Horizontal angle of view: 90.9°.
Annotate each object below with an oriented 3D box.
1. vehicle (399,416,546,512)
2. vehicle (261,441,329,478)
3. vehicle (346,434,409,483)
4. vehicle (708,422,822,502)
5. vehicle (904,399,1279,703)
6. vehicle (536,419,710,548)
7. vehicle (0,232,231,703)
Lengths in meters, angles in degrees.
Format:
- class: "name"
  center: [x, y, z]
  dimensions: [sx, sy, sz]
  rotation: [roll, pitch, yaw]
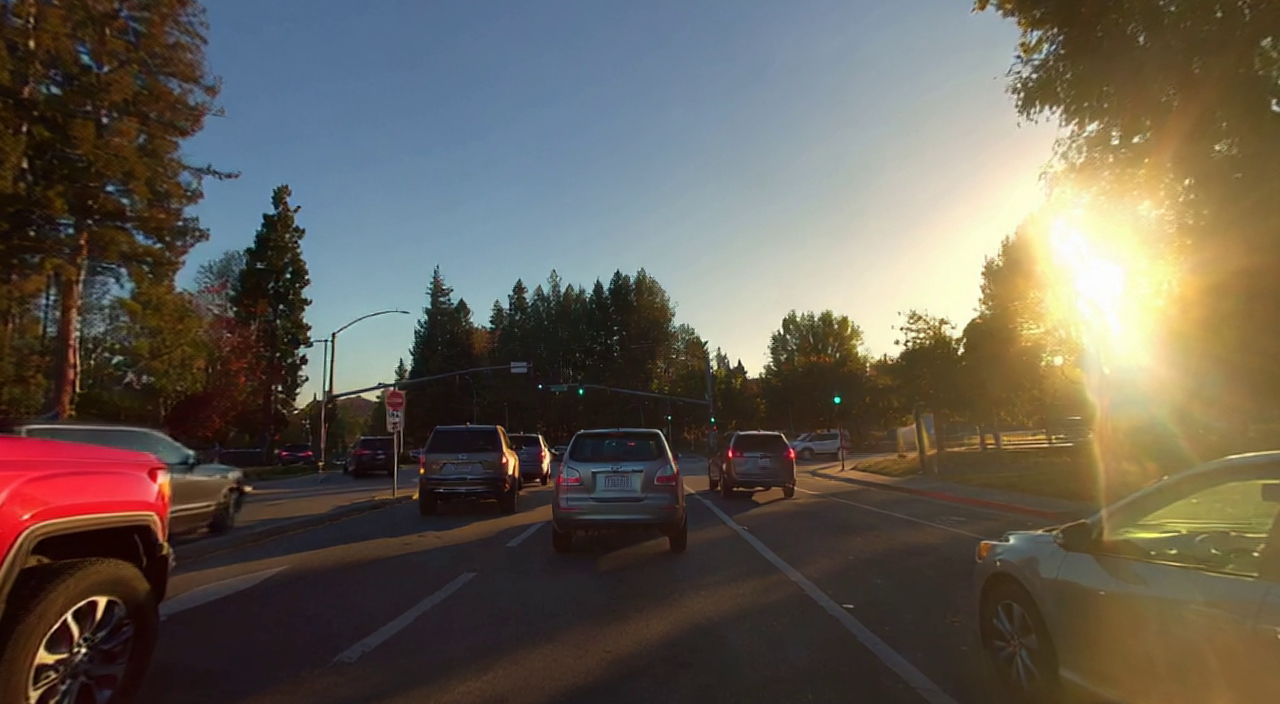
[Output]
- class: "vehicle"
  center: [-3.633, 2.525, 14.660]
  dimensions: [2.089, 1.857, 4.488]
  rotation: [0, -8, 1]
- class: "vehicle"
  center: [-18.702, 5.748, 34.051]
  dimensions: [2.256, 1.799, 4.831]
  rotation: [6, -11, -38]
- class: "vehicle"
  center: [-10.765, 4.298, 25.799]
  dimensions: [2.088, 1.787, 4.728]
  rotation: [3, -9, -23]
- class: "vehicle"
  center: [3.144, 2.888, 16.964]
  dimensions: [2.102, 1.841, 4.587]
  rotation: [0, -8, 0]
- class: "vehicle"
  center: [3.015, 0.964, 2.512]
  dimensions: [1.874, 1.477, 4.698]
  rotation: [0, -8, 0]
- class: "vehicle"
  center: [-0.225, 1.936, 9.877]
  dimensions: [2.194, 1.607, 3.690]
  rotation: [0, -8, 0]
- class: "vehicle"
  center: [-3.474, 0.354, 0.300]
  dimensions: [2.656, 2.021, 5.800]
  rotation: [0, -8, 0]
